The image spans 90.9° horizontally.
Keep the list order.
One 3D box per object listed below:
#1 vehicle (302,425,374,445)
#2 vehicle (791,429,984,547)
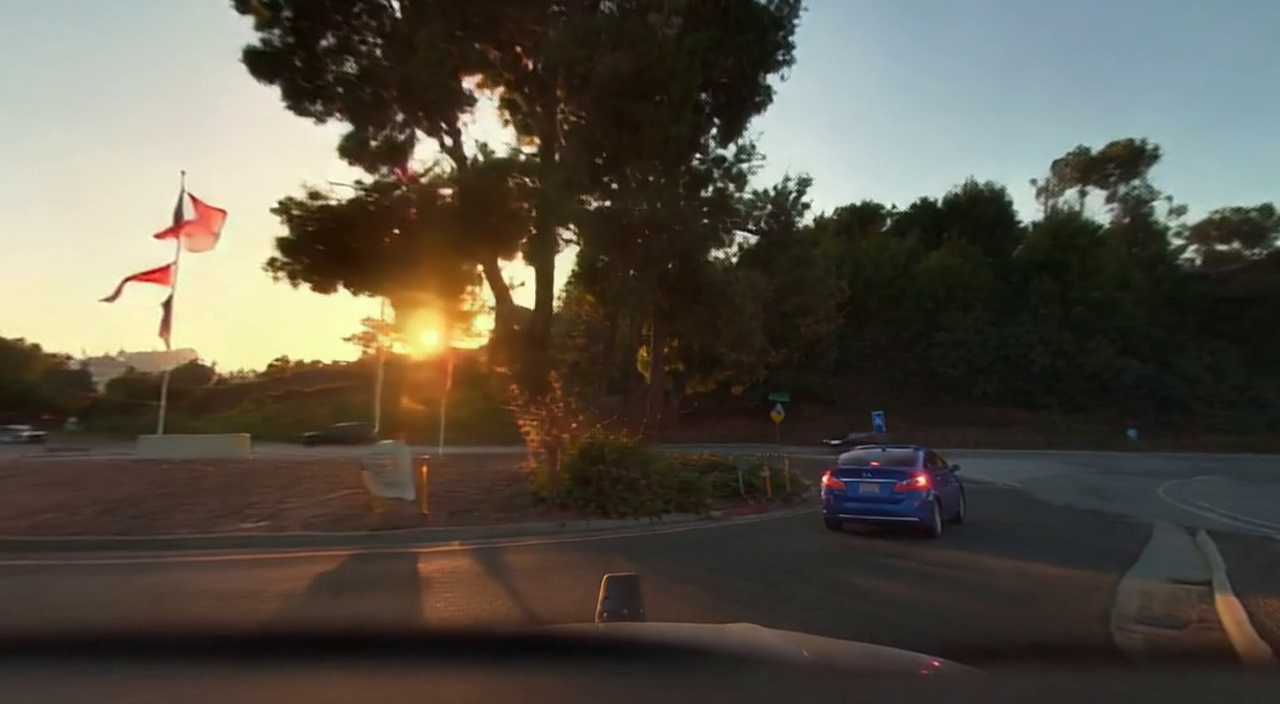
[{"bbox_3d":[-23.426,6.446,49.036,4.652,1.498,1.783,0,-9,0],"label":"vehicle"},{"bbox_3d":[4.418,2.219,10.919,2.078,1.607,4.010,-6,-11,35],"label":"vehicle"}]
